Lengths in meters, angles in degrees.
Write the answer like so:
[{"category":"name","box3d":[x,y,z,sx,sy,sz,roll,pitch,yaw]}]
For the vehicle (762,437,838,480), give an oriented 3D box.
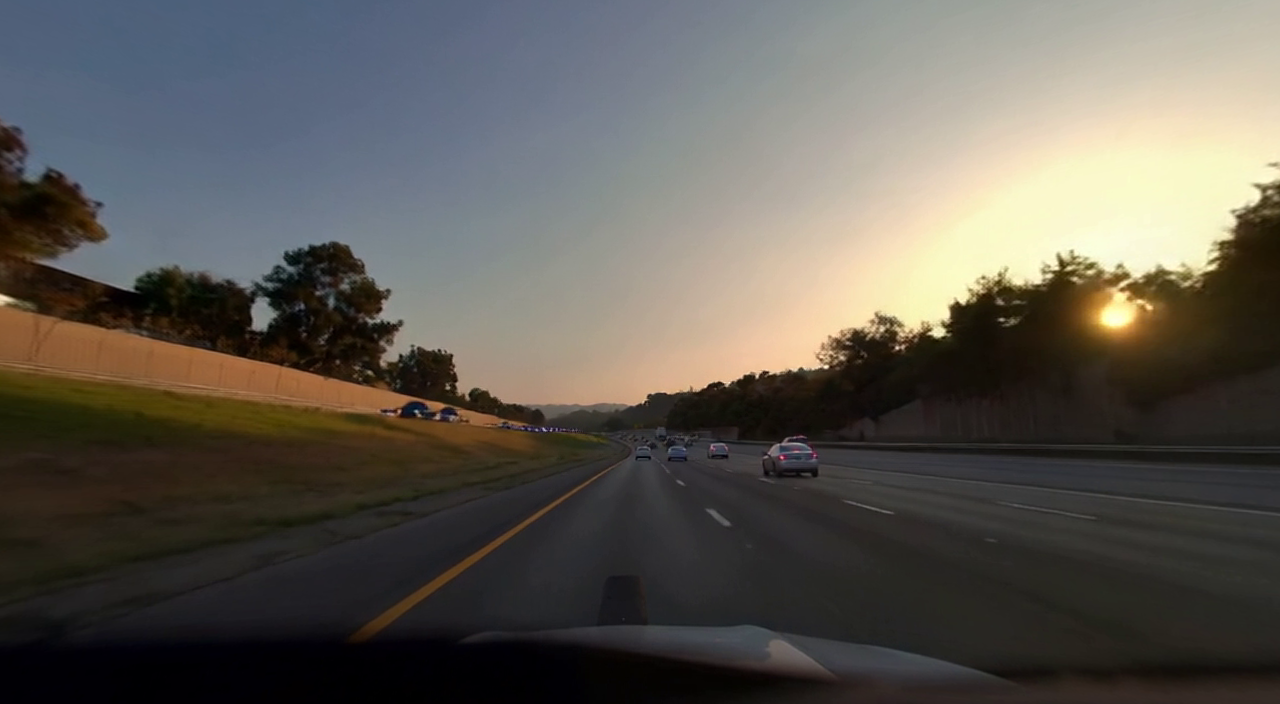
[{"category":"vehicle","box3d":[6.948,4.666,27.806,2.048,1.697,4.689,0,-8,-1]}]
